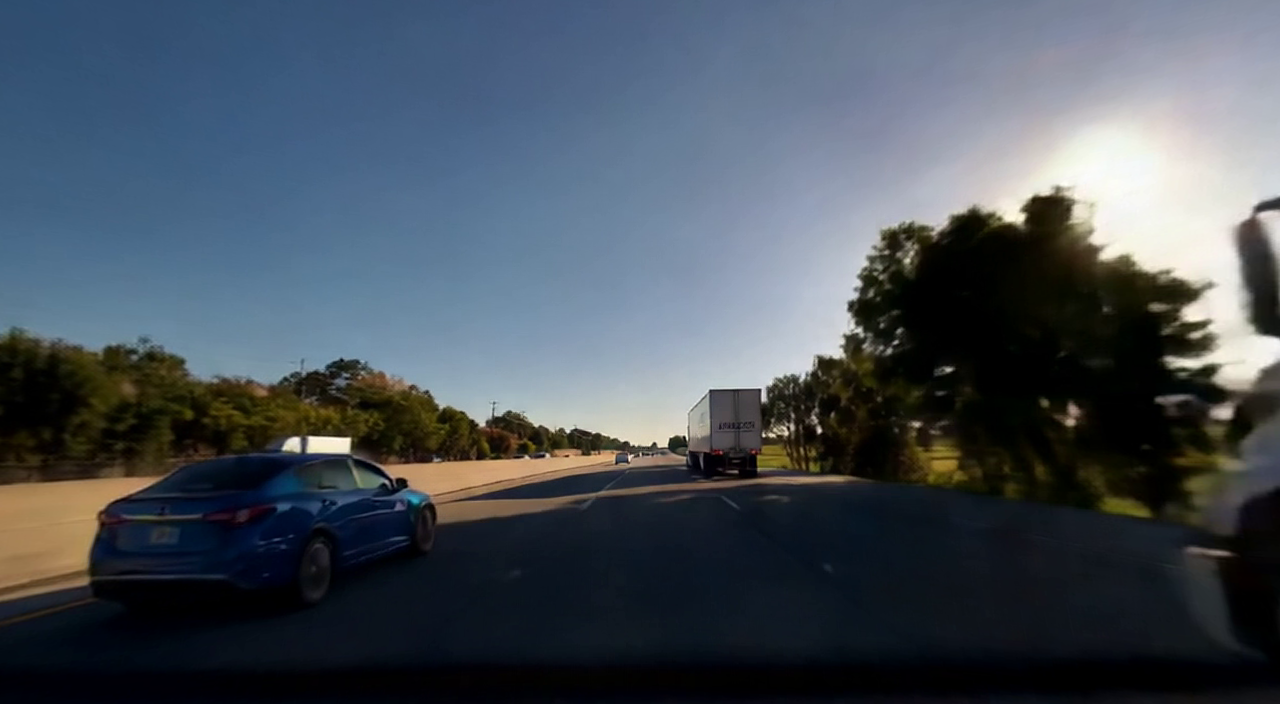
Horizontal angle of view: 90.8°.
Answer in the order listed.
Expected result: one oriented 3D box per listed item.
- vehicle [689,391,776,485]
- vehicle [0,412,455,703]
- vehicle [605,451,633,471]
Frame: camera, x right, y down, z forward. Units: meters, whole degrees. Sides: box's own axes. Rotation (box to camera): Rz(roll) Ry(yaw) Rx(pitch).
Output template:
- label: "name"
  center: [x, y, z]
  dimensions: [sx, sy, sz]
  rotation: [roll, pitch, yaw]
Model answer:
- label: "vehicle"
  center: [4.504, 4.767, 34.246]
  dimensions: [2.832, 4.034, 13.924]
  rotation: [0, -9, 1]
- label: "vehicle"
  center: [-3.293, 1.427, 5.554]
  dimensions: [1.945, 1.537, 4.294]
  rotation: [0, -9, 1]
- label: "vehicle"
  center: [-1.591, 8.551, 49.798]
  dimensions: [1.935, 1.470, 4.063]
  rotation: [0, -9, 2]
